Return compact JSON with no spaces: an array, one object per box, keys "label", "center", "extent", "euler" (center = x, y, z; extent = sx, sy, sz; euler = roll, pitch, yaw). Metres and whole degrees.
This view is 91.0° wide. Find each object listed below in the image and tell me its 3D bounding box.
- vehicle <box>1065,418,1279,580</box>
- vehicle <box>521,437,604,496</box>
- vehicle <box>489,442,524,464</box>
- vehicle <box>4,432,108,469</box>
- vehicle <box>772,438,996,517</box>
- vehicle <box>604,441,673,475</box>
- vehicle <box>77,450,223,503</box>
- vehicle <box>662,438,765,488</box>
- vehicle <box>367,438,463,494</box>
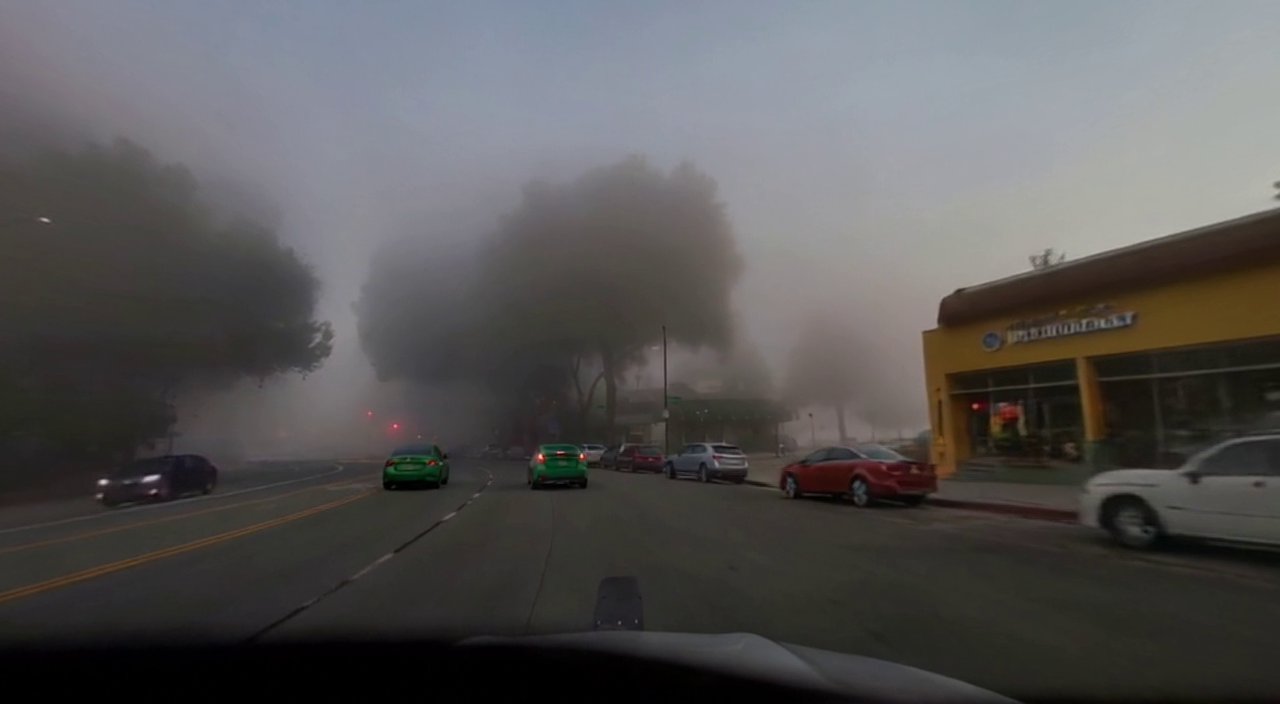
[{"label":"vehicle","center":[7.100,1.475,6.493],"extent":[1.952,1.547,4.091],"euler":[2,-9,-16]},{"label":"vehicle","center":[-2.392,3.253,18.361],"extent":[2.001,1.483,4.442],"euler":[1,-9,-12]},{"label":"vehicle","center":[-9.428,7.082,44.235],"extent":[1.920,1.416,4.310],"euler":[2,-9,-18]},{"label":"vehicle","center":[-38.528,6.530,41.818],"extent":[2.430,2.266,6.029],"euler":[4,-9,-16]},{"label":"vehicle","center":[5.185,2.714,14.311],"extent":[2.038,1.446,4.896],"euler":[2,-9,-18]},{"label":"vehicle","center":[-0.164,5.024,30.210],"extent":[1.867,1.489,4.694],"euler":[3,-9,-19]},{"label":"vehicle","center":[-15.590,3.934,20.376],"extent":[2.000,1.477,4.346],"euler":[2,-9,-13]},{"label":"vehicle","center":[2.435,3.827,22.068],"extent":[1.905,1.537,4.276],"euler":[3,-9,-19]},{"label":"vehicle","center":[-6.804,3.445,19.557],"extent":[2.105,1.477,4.857],"euler":[1,-9,-12]}]
